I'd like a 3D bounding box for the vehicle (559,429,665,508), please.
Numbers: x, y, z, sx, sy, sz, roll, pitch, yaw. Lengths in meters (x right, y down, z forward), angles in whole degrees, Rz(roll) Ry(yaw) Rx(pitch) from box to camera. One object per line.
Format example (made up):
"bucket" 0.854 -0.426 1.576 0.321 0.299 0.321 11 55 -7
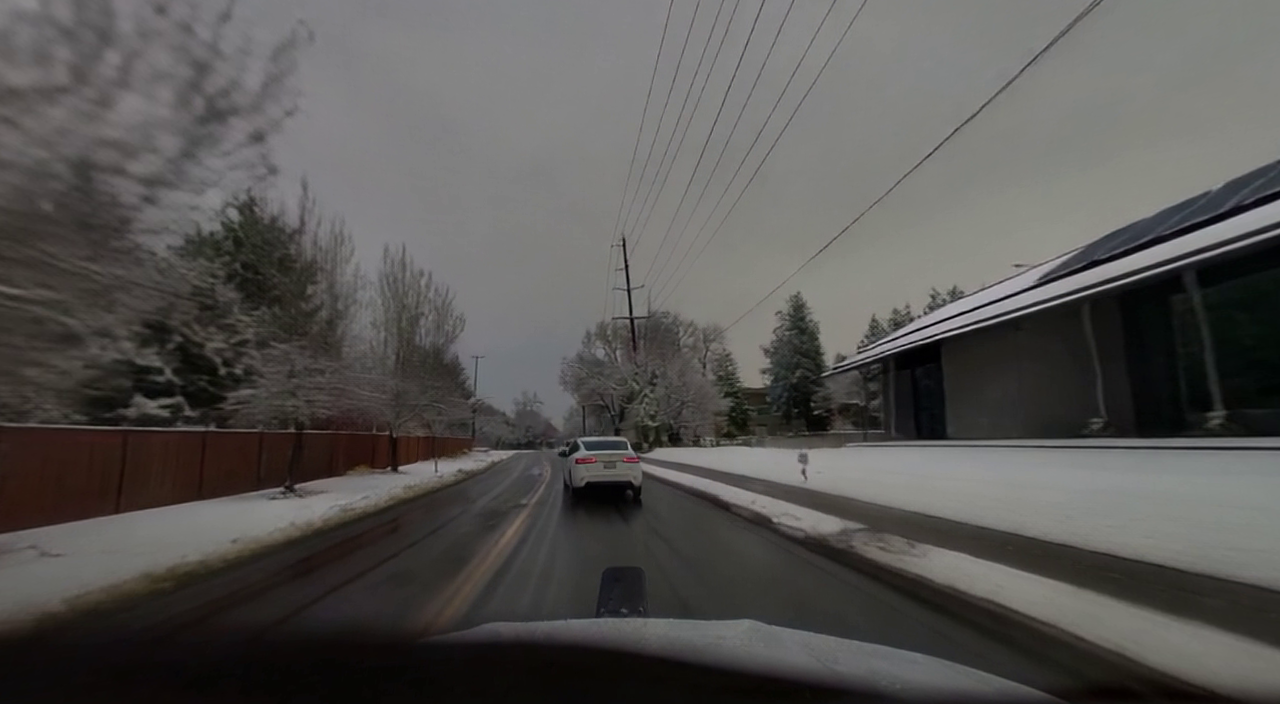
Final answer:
"vehicle" -0.739 2.553 14.285 2.060 1.487 3.920 0 -8 -6
